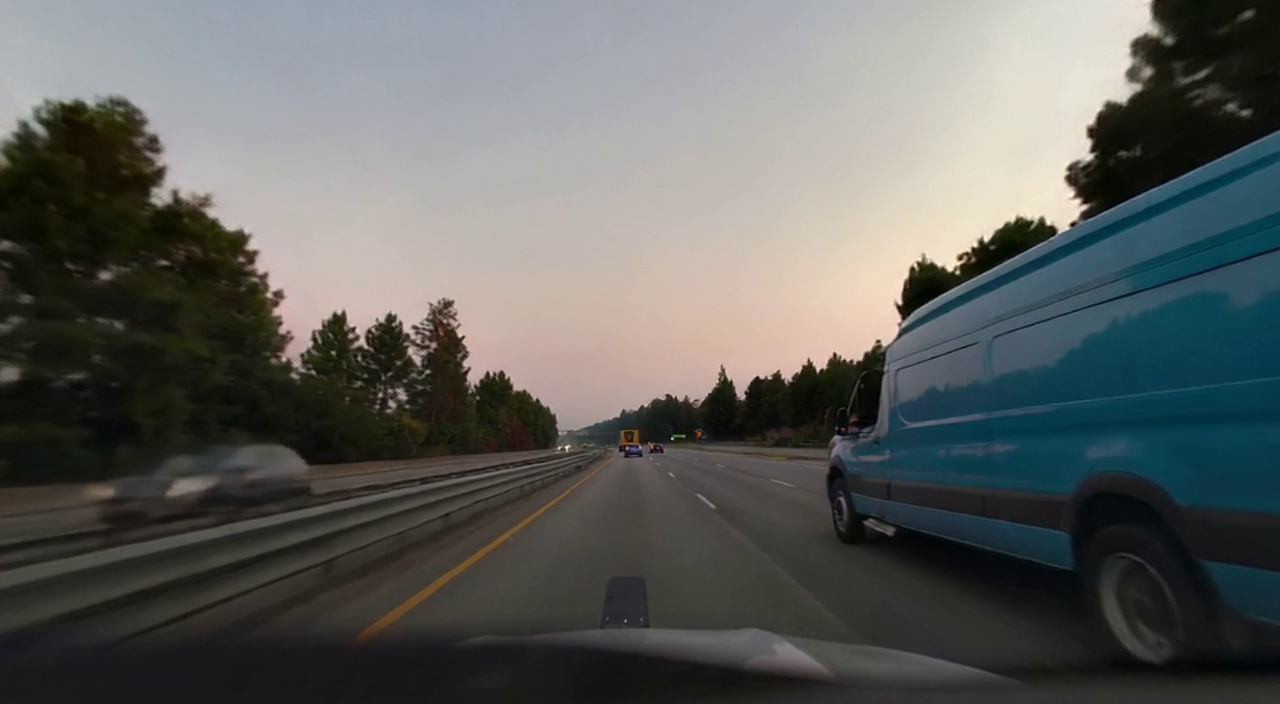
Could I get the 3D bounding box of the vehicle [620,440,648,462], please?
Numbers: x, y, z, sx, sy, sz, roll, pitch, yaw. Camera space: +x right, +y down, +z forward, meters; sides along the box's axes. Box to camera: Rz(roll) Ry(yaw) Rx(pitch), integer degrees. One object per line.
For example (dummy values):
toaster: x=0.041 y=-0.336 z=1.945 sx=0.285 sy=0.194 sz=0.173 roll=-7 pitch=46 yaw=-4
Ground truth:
vehicle: x=-0.469 y=7.735 z=49.333 sx=2.121 sy=1.590 sz=4.434 roll=0 pitch=-8 yaw=0

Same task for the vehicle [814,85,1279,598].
vehicle: x=6.915 y=0.550 z=9.379 sx=3.479 sy=4.156 sz=17.231 roll=0 pitch=-9 yaw=-1

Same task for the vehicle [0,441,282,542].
vehicle: x=-9.411 y=2.556 z=12.375 sx=1.935 sy=1.569 sz=4.778 roll=0 pitch=-8 yaw=-1
